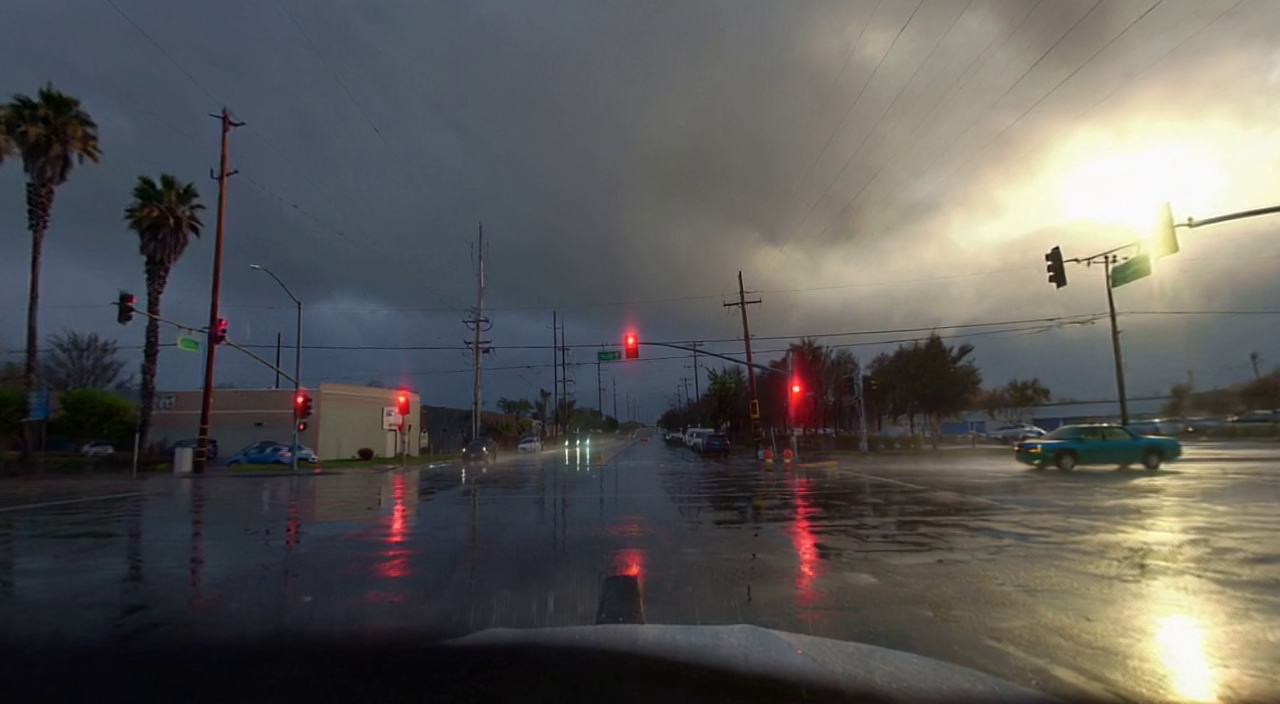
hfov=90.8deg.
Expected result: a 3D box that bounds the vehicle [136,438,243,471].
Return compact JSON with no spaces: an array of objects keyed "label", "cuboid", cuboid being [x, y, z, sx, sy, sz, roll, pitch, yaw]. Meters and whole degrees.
[{"label":"vehicle","cuboid":[-25.911,5.928,36.462,4.613,1.820,2.021,0,-9,3]}]

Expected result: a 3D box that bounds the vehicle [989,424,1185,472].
[{"label":"vehicle","cuboid":[14.760,3.215,21.133,4.918,1.479,1.897,-1,-9,7]}]

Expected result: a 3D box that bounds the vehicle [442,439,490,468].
[{"label":"vehicle","cuboid":[-11.984,6.991,43.808,2.016,1.717,4.287,0,-6,1]}]

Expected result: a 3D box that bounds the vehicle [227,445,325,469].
[{"label":"vehicle","cuboid":[-22.311,6.438,38.840,4.849,1.444,1.881,0,-8,1]}]
